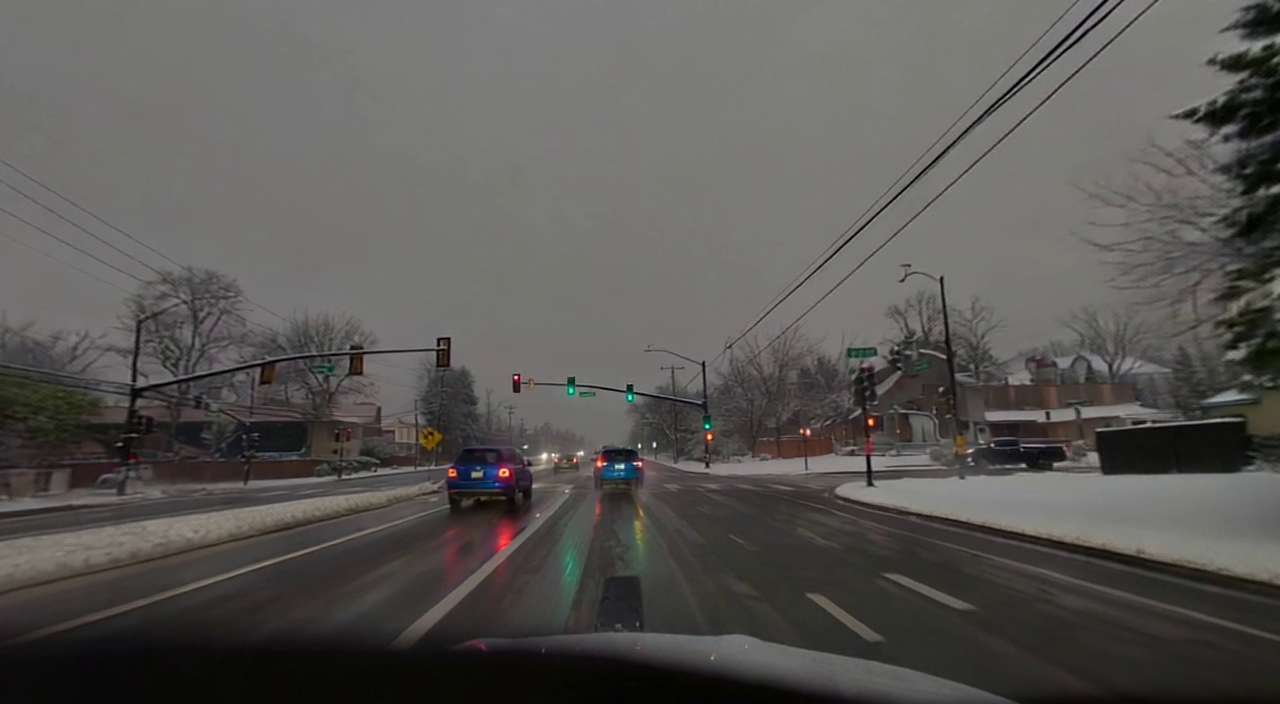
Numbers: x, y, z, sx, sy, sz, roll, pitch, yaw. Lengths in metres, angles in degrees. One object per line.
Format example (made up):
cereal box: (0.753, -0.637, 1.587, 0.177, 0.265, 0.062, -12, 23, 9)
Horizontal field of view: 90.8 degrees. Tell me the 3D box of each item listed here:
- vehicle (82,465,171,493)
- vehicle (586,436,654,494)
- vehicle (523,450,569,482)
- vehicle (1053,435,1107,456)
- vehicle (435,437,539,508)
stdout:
vehicle: (-35.056, 8.637, 43.178, 4.533, 1.738, 2.151, -2, -9, 10)
vehicle: (-0.718, 3.960, 22.478, 2.155, 1.836, 4.250, 0, -9, -2)
vehicle: (-4.577, 5.598, 31.303, 1.863, 1.449, 4.153, 1, -9, -3)
vehicle: (31.519, 6.727, 45.334, 1.754, 1.414, 3.590, -1, -9, 10)
vehicle: (-4.024, 3.240, 17.385, 1.899, 1.685, 4.121, 0, -9, -1)
